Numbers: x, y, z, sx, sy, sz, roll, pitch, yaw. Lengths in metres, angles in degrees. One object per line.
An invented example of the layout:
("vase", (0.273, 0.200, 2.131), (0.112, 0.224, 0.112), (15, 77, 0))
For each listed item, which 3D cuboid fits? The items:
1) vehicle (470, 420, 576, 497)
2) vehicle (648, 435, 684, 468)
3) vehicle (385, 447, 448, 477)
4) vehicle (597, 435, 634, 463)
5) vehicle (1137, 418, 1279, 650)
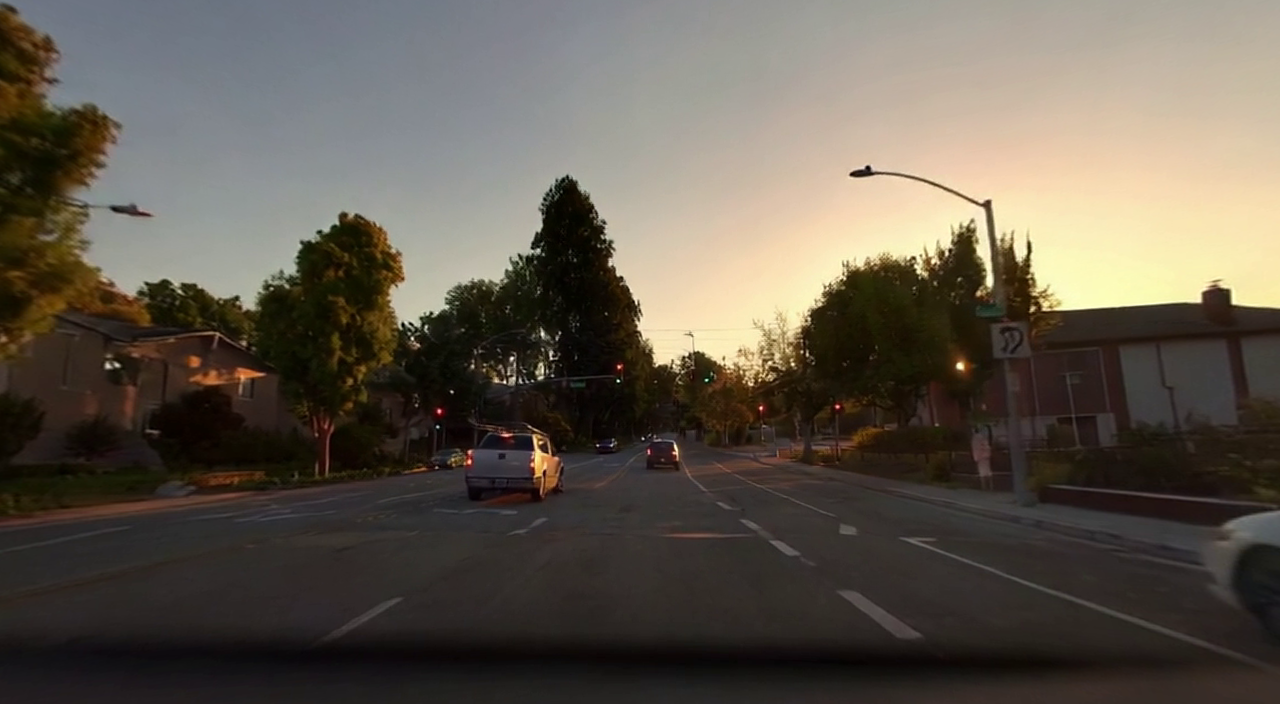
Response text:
("vehicle", (-3.048, 2.889, 17.468), (1.877, 1.827, 4.298), (-1, -8, 3))
("vehicle", (1.400, 5.486, 34.971), (1.852, 1.680, 4.488), (0, -8, 2))
("vehicle", (-11.697, 5.759, 33.341), (1.876, 1.492, 3.790), (-1, -9, 1))
("vehicle", (-1.573, 6.486, 42.255), (2.018, 1.746, 4.560), (-1, -8, 3))
("vehicle", (5.218, 0.976, 2.711), (2.104, 1.489, 4.962), (0, -8, 0))
